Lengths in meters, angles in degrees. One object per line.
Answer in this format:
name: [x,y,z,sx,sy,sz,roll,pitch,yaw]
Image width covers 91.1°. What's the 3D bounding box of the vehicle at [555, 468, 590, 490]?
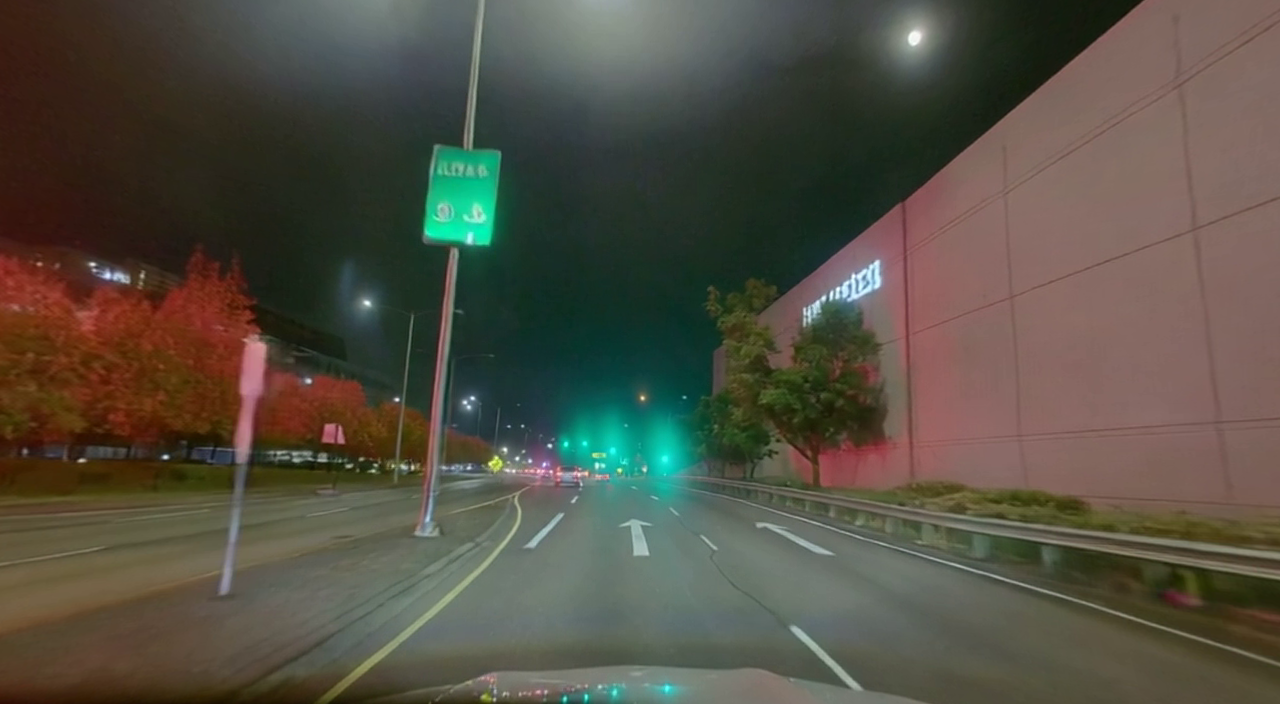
vehicle: [-3.960,7.338,36.386,1.775,1.186,2.933,3,-11,-10]
